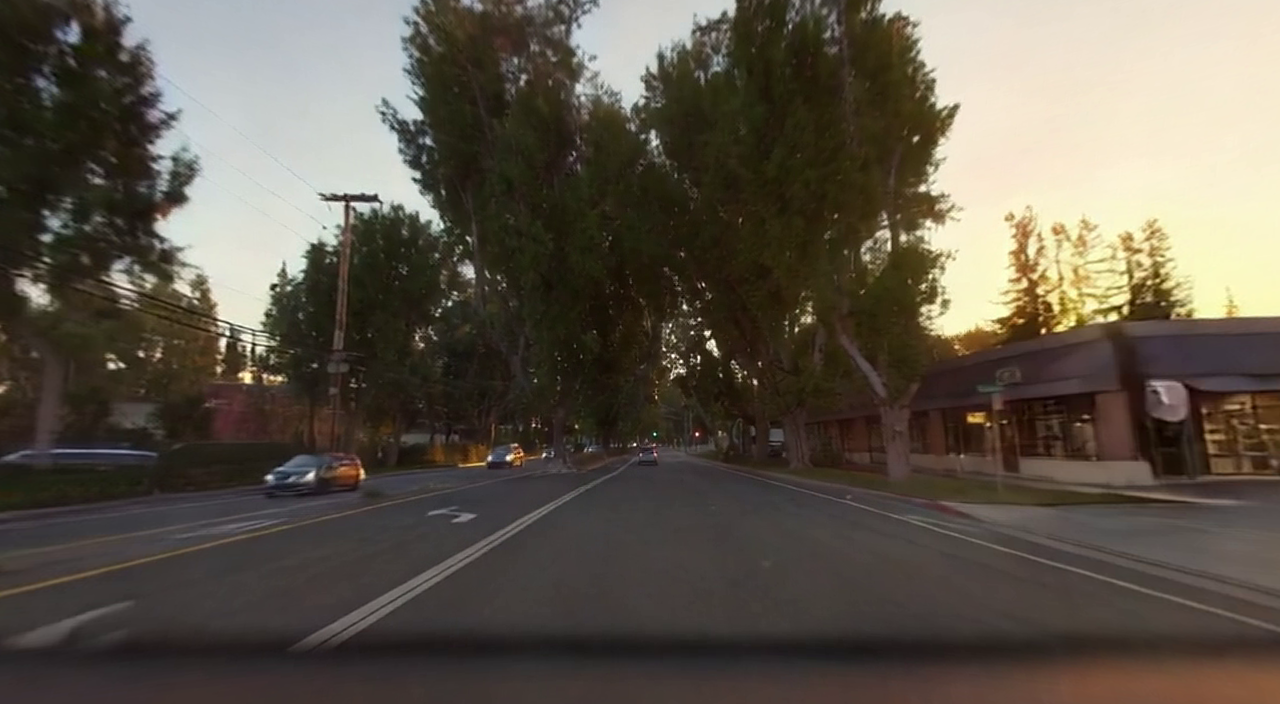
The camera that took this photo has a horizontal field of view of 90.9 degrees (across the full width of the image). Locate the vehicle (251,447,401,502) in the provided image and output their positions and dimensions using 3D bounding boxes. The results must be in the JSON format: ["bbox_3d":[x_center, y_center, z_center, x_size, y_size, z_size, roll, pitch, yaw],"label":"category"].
[{"bbox_3d":[-9.832,3.841,20.343,2.084,1.517,5.096,0,-8,2],"label":"vehicle"}]

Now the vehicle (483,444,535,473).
[{"bbox_3d":[-8.329,6.807,40.581,2.250,1.747,4.492,0,-8,2],"label":"vehicle"}]
